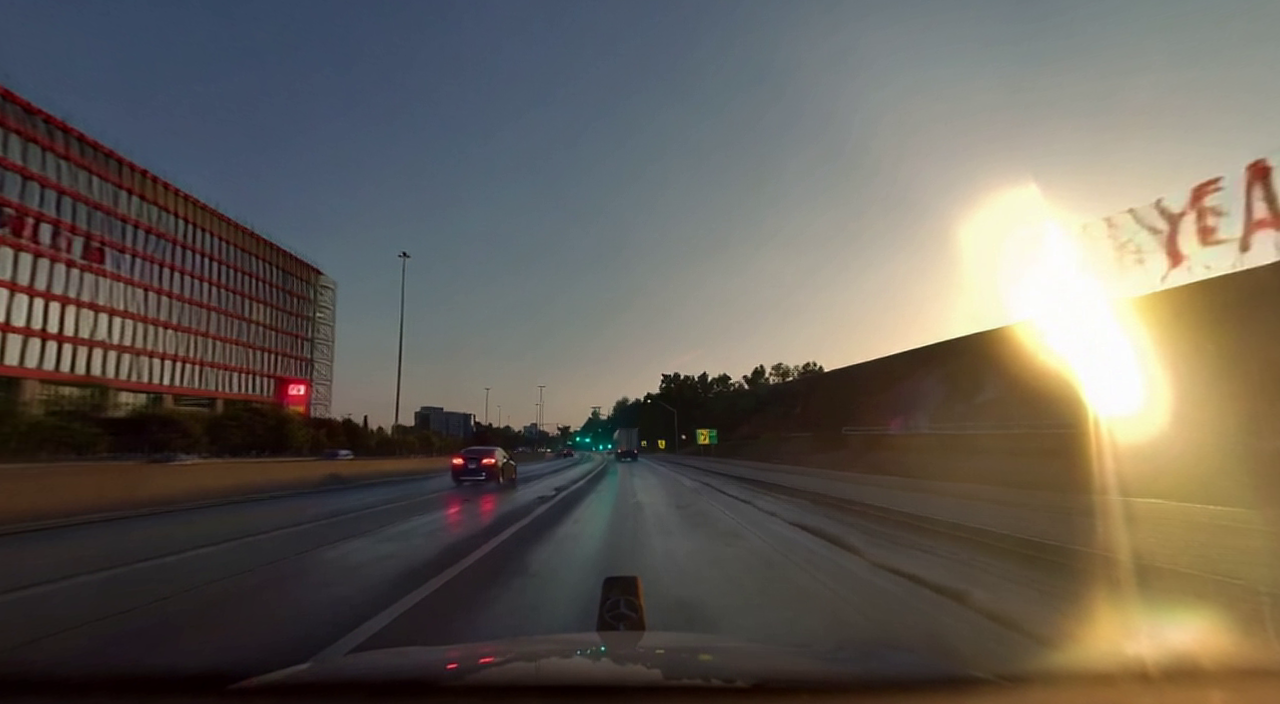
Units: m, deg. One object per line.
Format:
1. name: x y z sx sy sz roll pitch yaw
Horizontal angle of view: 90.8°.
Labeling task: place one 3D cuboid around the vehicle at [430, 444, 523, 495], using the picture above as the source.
1. vehicle: -5.332 3.872 21.166 1.943 1.510 4.201 0 -9 0
